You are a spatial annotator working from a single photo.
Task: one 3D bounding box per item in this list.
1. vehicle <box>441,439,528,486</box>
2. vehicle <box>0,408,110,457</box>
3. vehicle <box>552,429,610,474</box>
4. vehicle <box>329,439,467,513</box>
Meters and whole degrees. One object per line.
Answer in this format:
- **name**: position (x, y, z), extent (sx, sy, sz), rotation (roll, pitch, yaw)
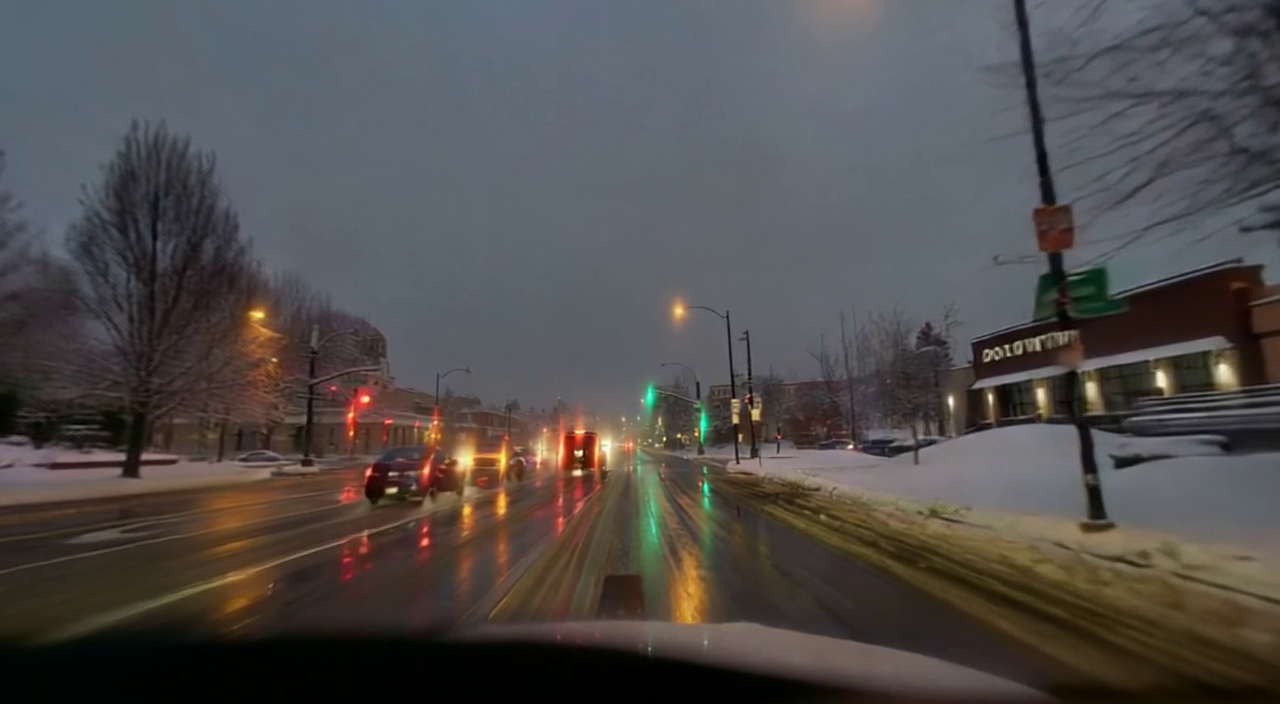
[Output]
- **vehicle**: position (-5.973, 4.306, 24.922), extent (2.228, 1.652, 4.593), rotation (0, -8, 0)
- **vehicle**: position (-25.624, 3.518, 27.450), extent (3.572, 2.012, 1.872), rotation (-1, -8, 6)
- **vehicle**: position (-2.991, 5.245, 33.386), extent (2.496, 2.155, 5.468), rotation (0, -8, 0)
- **vehicle**: position (-5.698, 2.927, 15.388), extent (1.889, 1.572, 3.599), rotation (0, -8, 0)
